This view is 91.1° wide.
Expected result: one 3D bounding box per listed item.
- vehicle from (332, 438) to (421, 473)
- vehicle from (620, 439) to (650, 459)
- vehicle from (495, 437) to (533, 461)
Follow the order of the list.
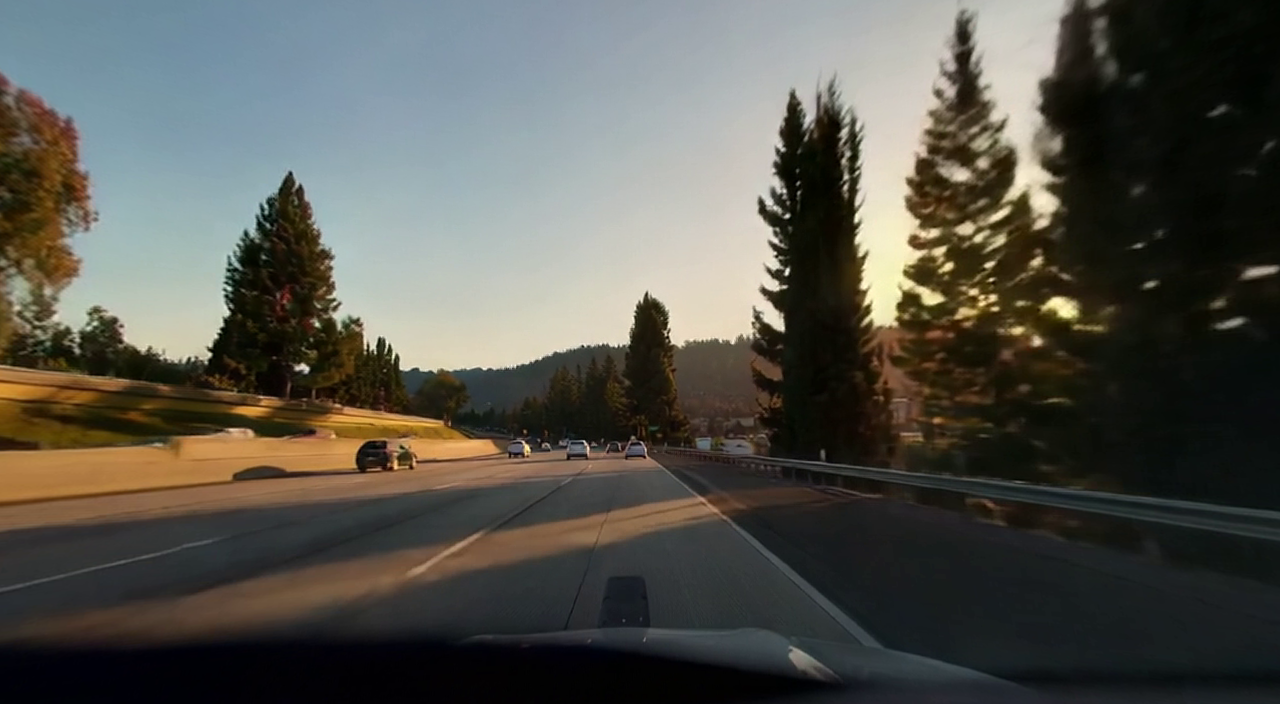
[{"bbox_3d":[-11.960,4.712,28.932,2.056,1.489,4.852,0,-8,-1],"label":"vehicle"},{"bbox_3d":[-0.425,7.261,47.137,2.060,1.465,3.974,0,-8,-3],"label":"vehicle"},{"bbox_3d":[-9.249,7.153,46.548,2.015,1.651,4.432,0,-8,-1],"label":"vehicle"}]
